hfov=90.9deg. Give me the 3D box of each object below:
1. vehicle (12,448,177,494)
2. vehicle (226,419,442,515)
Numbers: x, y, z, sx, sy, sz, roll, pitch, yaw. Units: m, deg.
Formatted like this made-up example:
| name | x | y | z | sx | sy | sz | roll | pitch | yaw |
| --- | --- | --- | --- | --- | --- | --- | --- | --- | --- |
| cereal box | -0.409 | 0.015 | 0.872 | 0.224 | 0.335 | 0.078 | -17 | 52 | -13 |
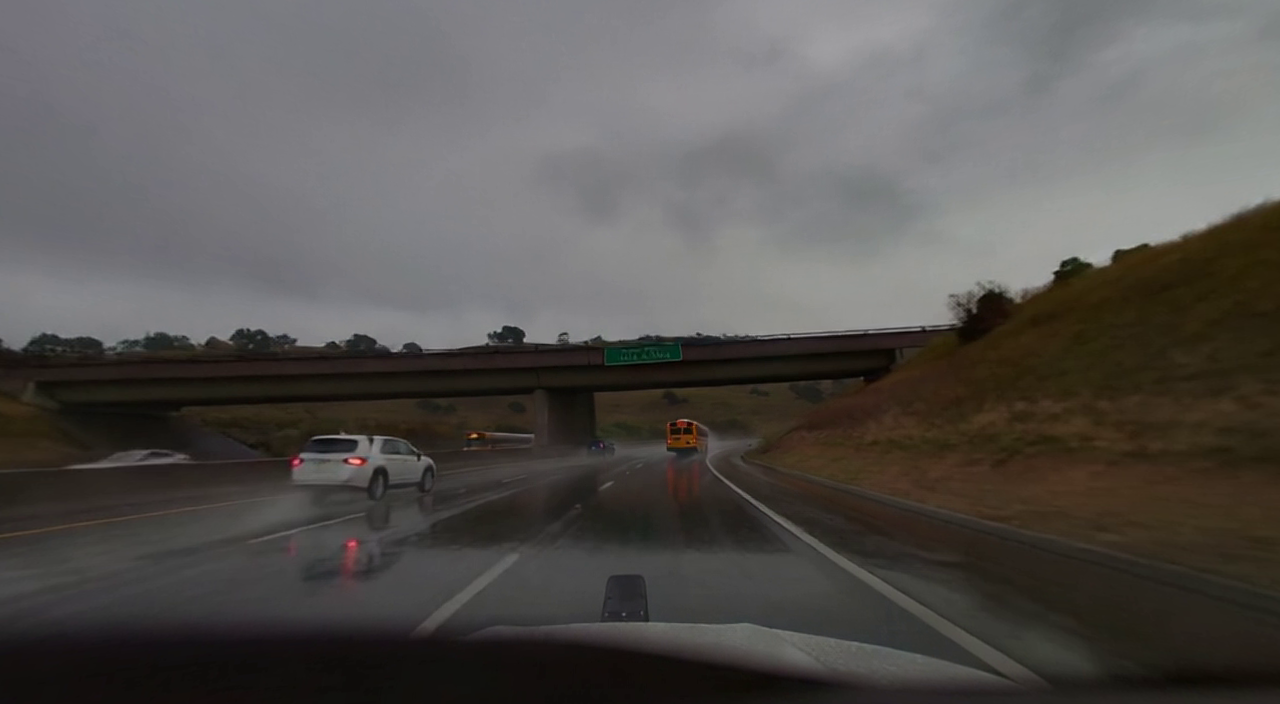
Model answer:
| name | x | y | z | sx | sy | sz | roll | pitch | yaw |
| --- | --- | --- | --- | --- | --- | --- | --- | --- | --- |
| vehicle | -19.809 | 4.294 | 23.237 | 1.885 | 1.458 | 4.506 | 0 | -8 | 3 |
| vehicle | -6.206 | 2.382 | 13.603 | 2.172 | 1.689 | 4.625 | 0 | -8 | 2 |
